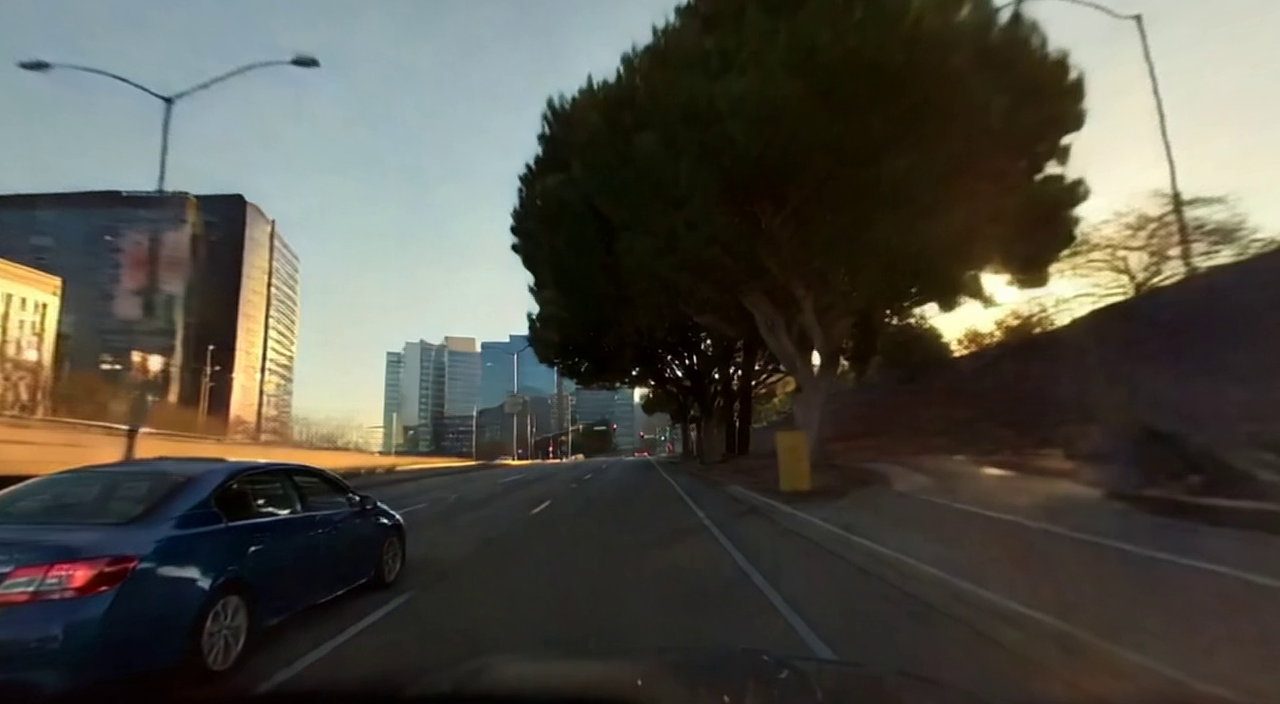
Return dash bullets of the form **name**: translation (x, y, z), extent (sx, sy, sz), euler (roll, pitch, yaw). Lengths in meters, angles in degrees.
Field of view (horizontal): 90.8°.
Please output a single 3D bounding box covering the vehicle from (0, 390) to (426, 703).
- **vehicle**: translation (-3.107, 1.166, 3.927), extent (2.041, 1.470, 4.290), euler (0, -9, 0)
